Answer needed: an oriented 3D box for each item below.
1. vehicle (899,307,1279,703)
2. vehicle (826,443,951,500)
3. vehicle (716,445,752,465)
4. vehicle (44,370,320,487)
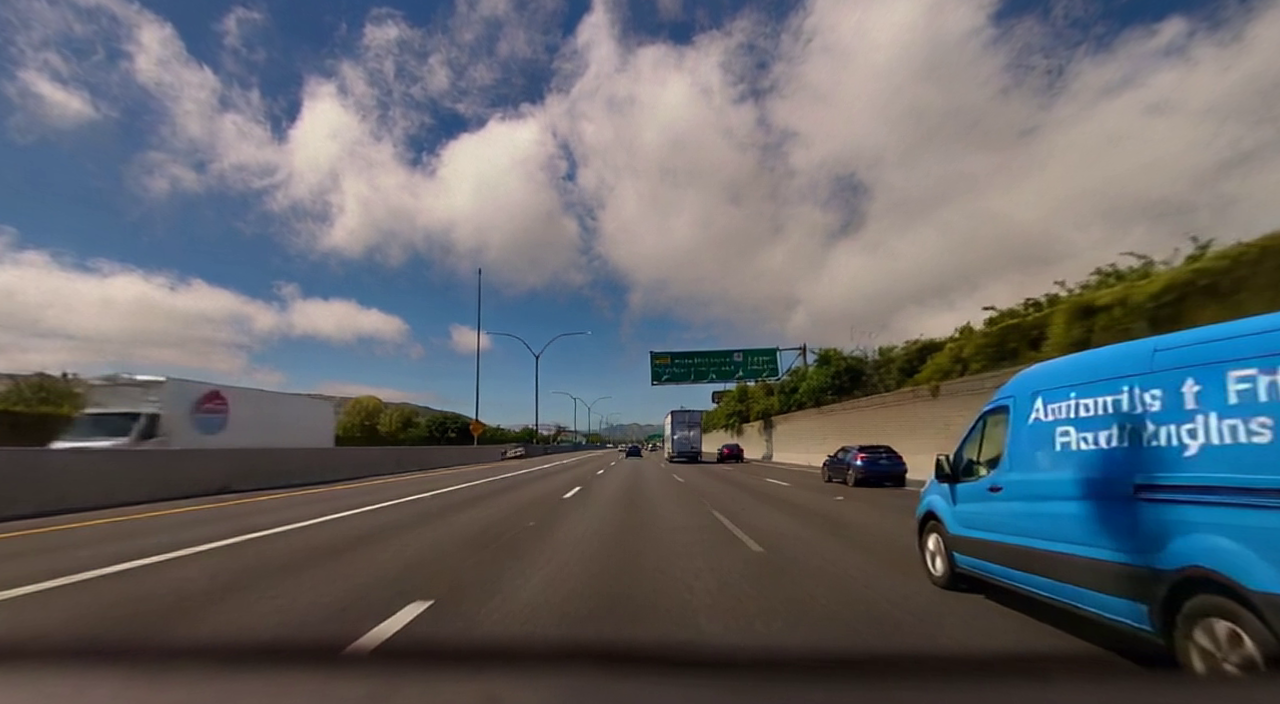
[{"bbox_3d":[3.684,0.981,3.941,2.035,1.931,4.841,0,-9,0],"label":"vehicle"},{"bbox_3d":[7.134,3.444,18.710,1.837,1.452,4.414,0,-9,-1],"label":"vehicle"},{"bbox_3d":[7.299,8.044,49.417,2.008,1.471,4.591,0,-9,-1],"label":"vehicle"},{"bbox_3d":[-17.275,3.215,25.518,2.999,3.721,10.788,0,-9,0],"label":"vehicle"}]
